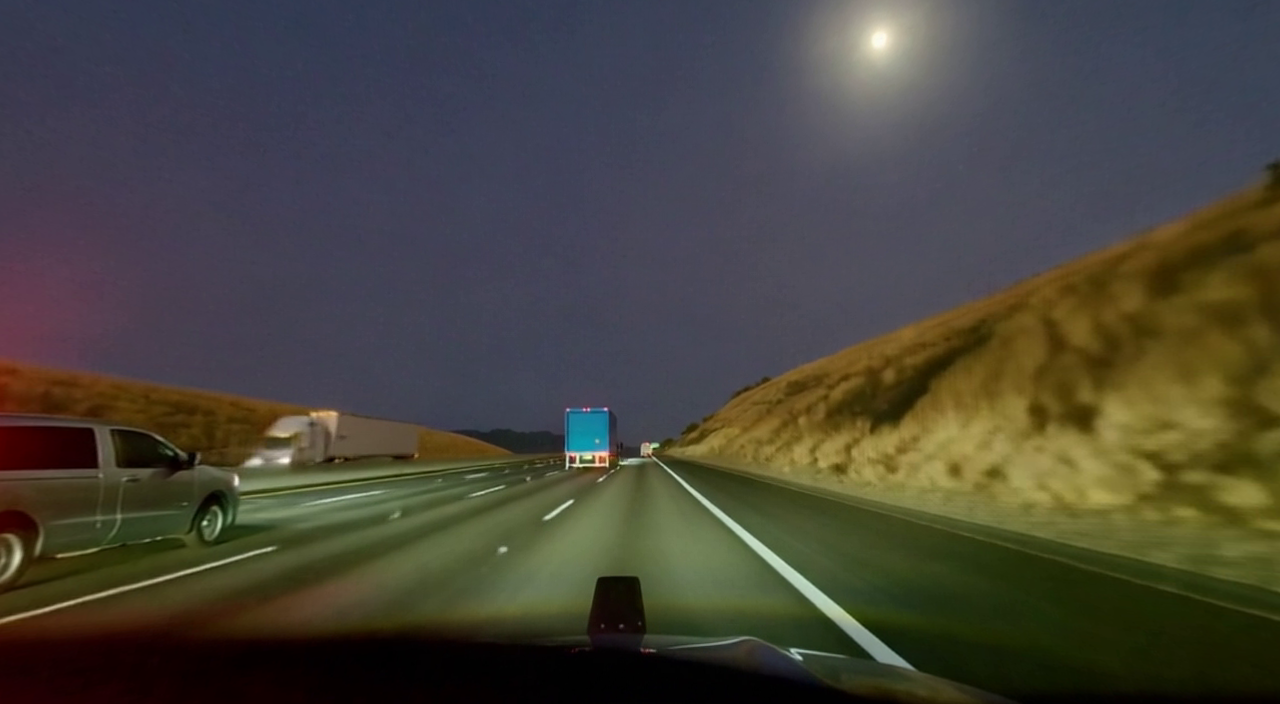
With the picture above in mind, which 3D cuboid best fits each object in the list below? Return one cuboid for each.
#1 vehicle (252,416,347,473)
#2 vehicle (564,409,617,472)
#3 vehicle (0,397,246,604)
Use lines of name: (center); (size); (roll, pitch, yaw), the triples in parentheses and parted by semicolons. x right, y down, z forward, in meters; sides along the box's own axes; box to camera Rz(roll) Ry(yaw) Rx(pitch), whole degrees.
vehicle: (-23.773, 6.516, 44.471); (2.976, 3.672, 6.277); (-1, -8, 1)
vehicle: (-3.514, 6.896, 48.860); (2.893, 4.073, 15.281); (0, -8, 0)
vehicle: (-6.904, 1.477, 6.592); (2.175, 1.860, 5.236); (0, -8, 0)
